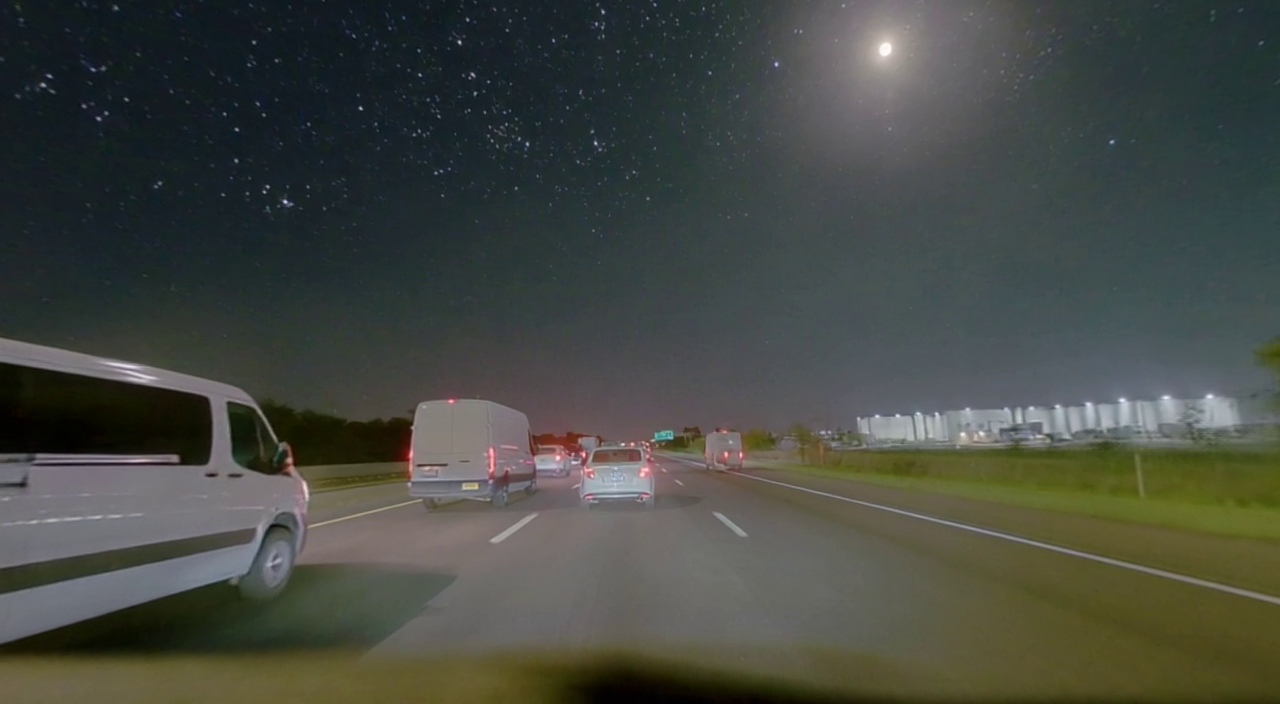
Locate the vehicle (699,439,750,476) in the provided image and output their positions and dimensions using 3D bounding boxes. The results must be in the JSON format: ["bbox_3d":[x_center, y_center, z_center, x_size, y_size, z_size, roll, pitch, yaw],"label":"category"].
[{"bbox_3d":[4.219,5.353,32.102,2.003,1.754,4.134,0,-9,-1],"label":"vehicle"}]

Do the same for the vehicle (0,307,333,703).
[{"bbox_3d":[-4.026,0.843,3.403,2.253,1.892,4.823,0,-9,0],"label":"vehicle"}]

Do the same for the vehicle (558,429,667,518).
[{"bbox_3d":[-0.519,2.639,14.096,2.093,1.695,3.782,0,-9,0],"label":"vehicle"}]

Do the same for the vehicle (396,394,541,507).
[{"bbox_3d":[-4.561,2.832,18.245,2.248,2.626,6.837,0,-9,0],"label":"vehicle"}]
